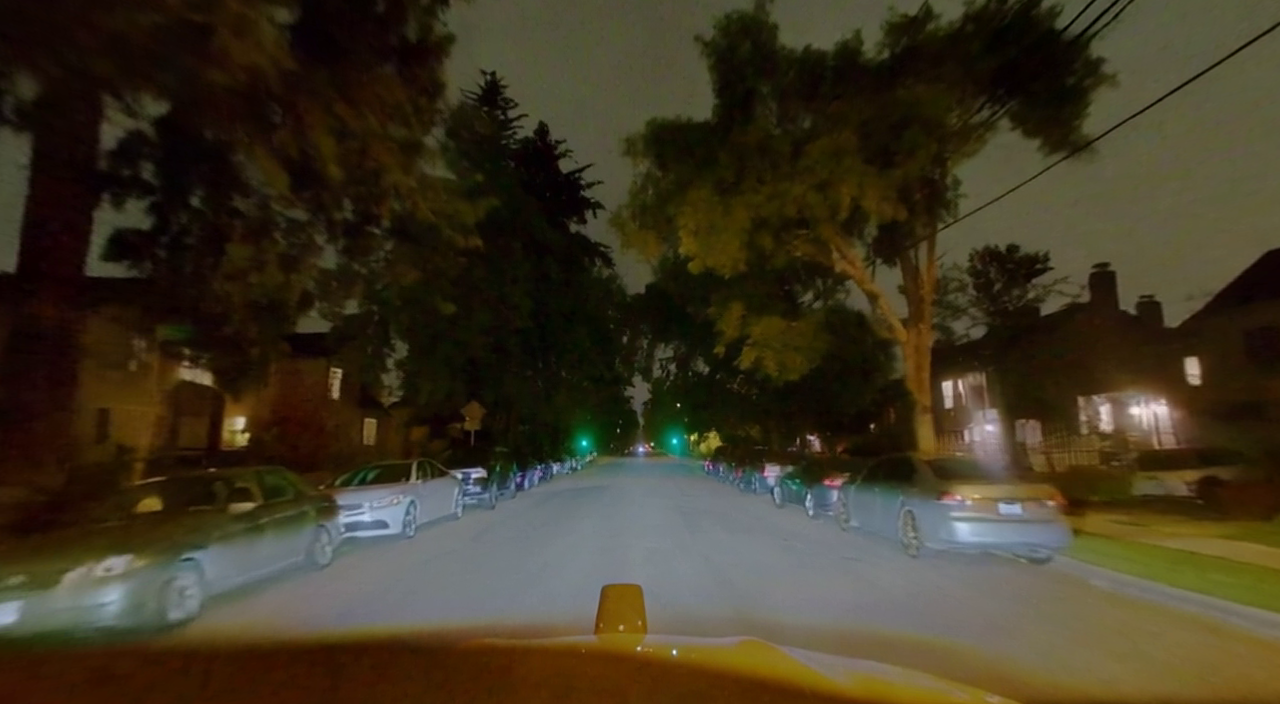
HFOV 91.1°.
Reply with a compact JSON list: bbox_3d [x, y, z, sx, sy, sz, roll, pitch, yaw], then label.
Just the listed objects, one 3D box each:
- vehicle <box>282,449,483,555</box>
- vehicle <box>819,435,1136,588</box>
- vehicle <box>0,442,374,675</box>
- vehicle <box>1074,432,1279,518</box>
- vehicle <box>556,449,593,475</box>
[{"bbox_3d":[-4.435,2.604,11.735,1.920,1.501,4.552,-1,-8,-1],"label":"vehicle"},{"bbox_3d":[4.047,1.961,8.602,1.862,1.525,4.421,0,-9,0],"label":"vehicle"},{"bbox_3d":[-4.556,1.773,6.530,1.870,1.562,4.212,-2,-8,-2],"label":"vehicle"},{"bbox_3d":[11.144,2.392,12.630,1.968,1.446,3.961,0,-9,1],"label":"vehicle"},{"bbox_3d":[-4.366,7.408,42.361,2.013,1.645,4.318,0,-9,0],"label":"vehicle"}]
